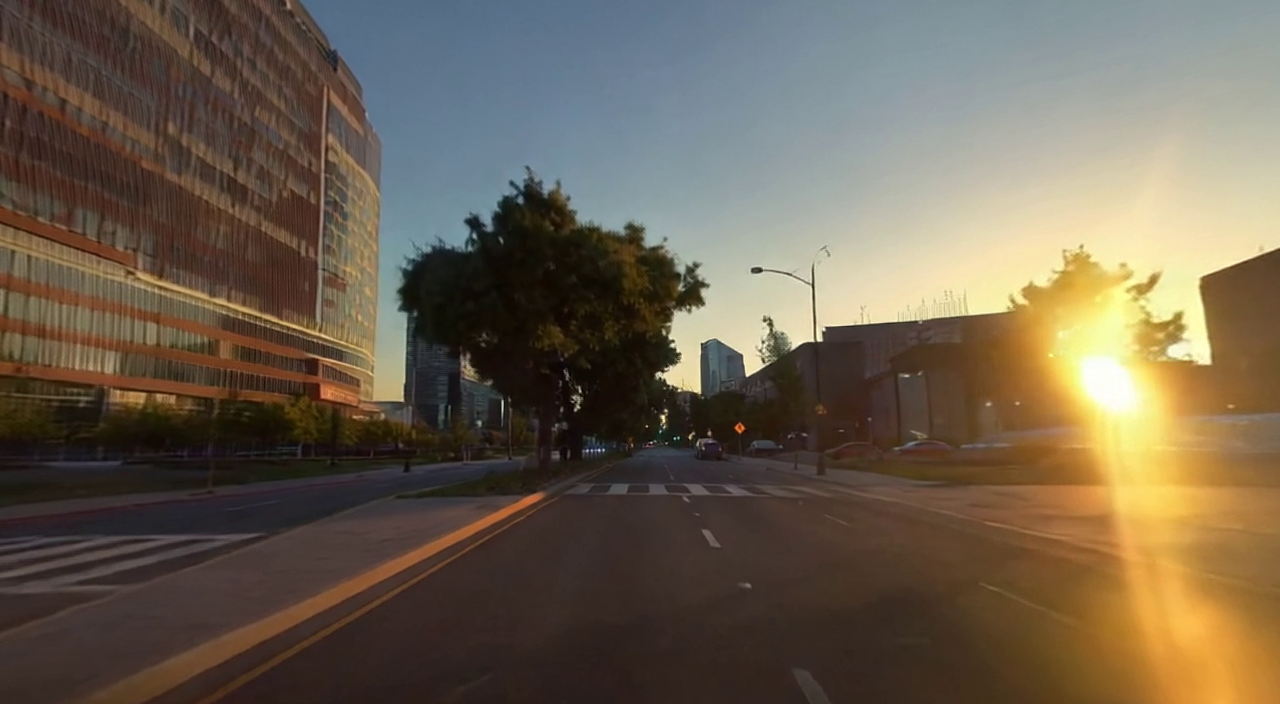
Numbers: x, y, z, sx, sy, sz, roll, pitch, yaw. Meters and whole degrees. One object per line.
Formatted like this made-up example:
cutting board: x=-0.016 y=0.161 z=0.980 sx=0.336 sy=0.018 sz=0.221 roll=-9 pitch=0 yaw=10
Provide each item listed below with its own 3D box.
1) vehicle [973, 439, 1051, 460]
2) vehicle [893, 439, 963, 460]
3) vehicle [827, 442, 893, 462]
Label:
vehicle: x=27.595 y=7.191 z=46.781 sx=4.560 sy=1.444 sz=1.929 roll=-1 pitch=-8 yaw=-2
vehicle: x=21.406 y=7.249 z=46.896 sx=4.333 sy=1.491 sz=1.744 roll=-1 pitch=-7 yaw=1
vehicle: x=16.449 y=7.494 z=47.234 sx=4.276 sy=1.397 sz=1.786 roll=0 pitch=-8 yaw=0
